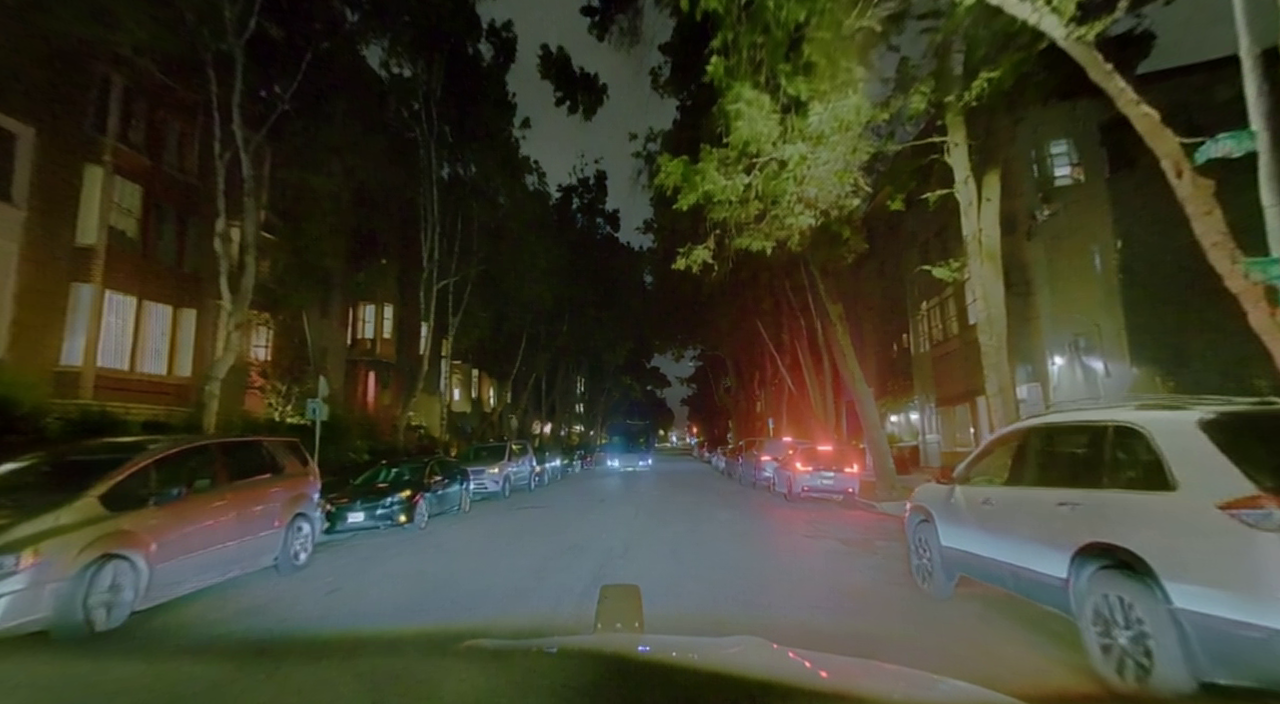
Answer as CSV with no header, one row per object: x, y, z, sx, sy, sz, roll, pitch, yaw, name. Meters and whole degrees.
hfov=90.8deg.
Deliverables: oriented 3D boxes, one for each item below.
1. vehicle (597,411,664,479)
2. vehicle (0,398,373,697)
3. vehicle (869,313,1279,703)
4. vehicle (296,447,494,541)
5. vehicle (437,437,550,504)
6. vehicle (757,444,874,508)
-0.282,4.495,30.482,2.716,2.887,6.781,-1,-8,4,vehicle
-4.925,1.560,6.431,2.203,1.815,4.972,0,-8,0,vehicle
3.590,1.119,4.513,2.182,1.900,4.779,0,-8,1,vehicle
-4.540,2.659,12.670,1.861,1.474,4.749,0,-8,3,vehicle
-4.343,3.576,19.748,2.002,1.781,5.380,0,-8,3,vehicle
4.515,3.230,17.002,1.813,1.468,4.267,0,-8,-2,vehicle
